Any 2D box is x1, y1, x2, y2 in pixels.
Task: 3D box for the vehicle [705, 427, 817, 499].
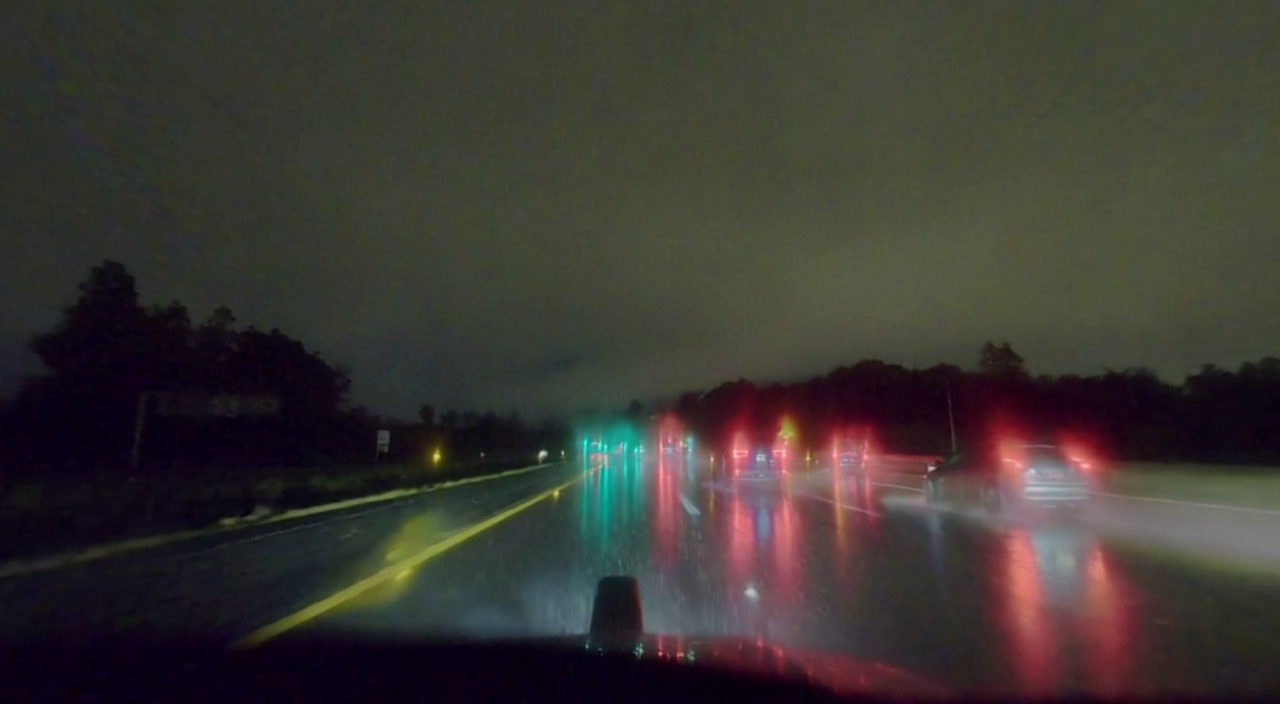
[{"bbox_3d":[3.298,3.145,18.343,2.141,1.785,4.778,0,-8,-2],"label":"vehicle"}]
